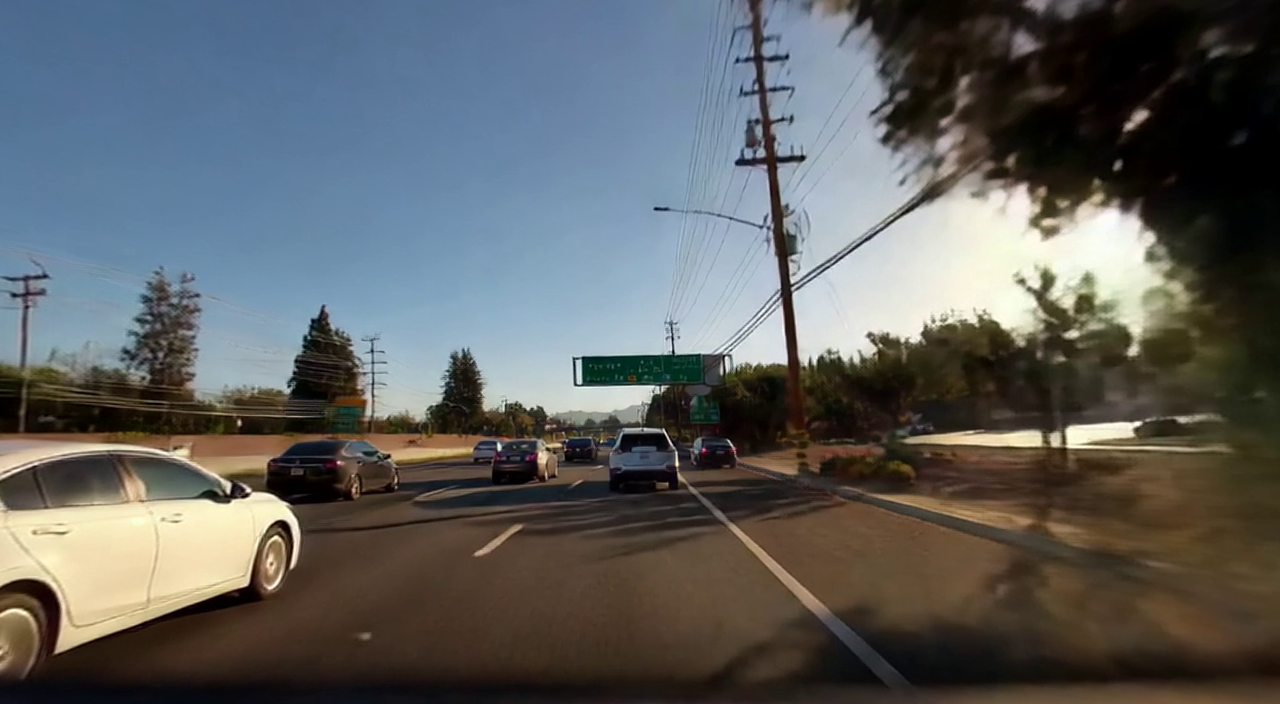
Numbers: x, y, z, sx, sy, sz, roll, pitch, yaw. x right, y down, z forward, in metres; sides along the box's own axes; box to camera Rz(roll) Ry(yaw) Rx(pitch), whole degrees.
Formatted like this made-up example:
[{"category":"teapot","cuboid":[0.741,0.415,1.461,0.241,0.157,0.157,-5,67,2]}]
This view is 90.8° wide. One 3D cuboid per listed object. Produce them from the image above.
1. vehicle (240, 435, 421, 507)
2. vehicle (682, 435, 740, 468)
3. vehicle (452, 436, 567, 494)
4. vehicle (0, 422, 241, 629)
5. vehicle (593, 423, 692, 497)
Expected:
[{"category":"vehicle","cuboid":[-7.131,2.768,15.277,1.959,1.435,4.719,0,-8,0]},{"category":"vehicle","cuboid":[3.320,4.748,30.321,2.197,1.464,4.356,0,-8,-1]},{"category":"vehicle","cuboid":[-3.531,3.161,18.146,2.203,1.425,4.610,0,-8,2]},{"category":"vehicle","cuboid":[-5.543,1.315,5.078,1.958,1.447,4.454,0,-8,-3]},{"category":"vehicle","cuboid":[0.081,2.793,16.709,2.284,1.699,4.168,0,-8,0]}]
